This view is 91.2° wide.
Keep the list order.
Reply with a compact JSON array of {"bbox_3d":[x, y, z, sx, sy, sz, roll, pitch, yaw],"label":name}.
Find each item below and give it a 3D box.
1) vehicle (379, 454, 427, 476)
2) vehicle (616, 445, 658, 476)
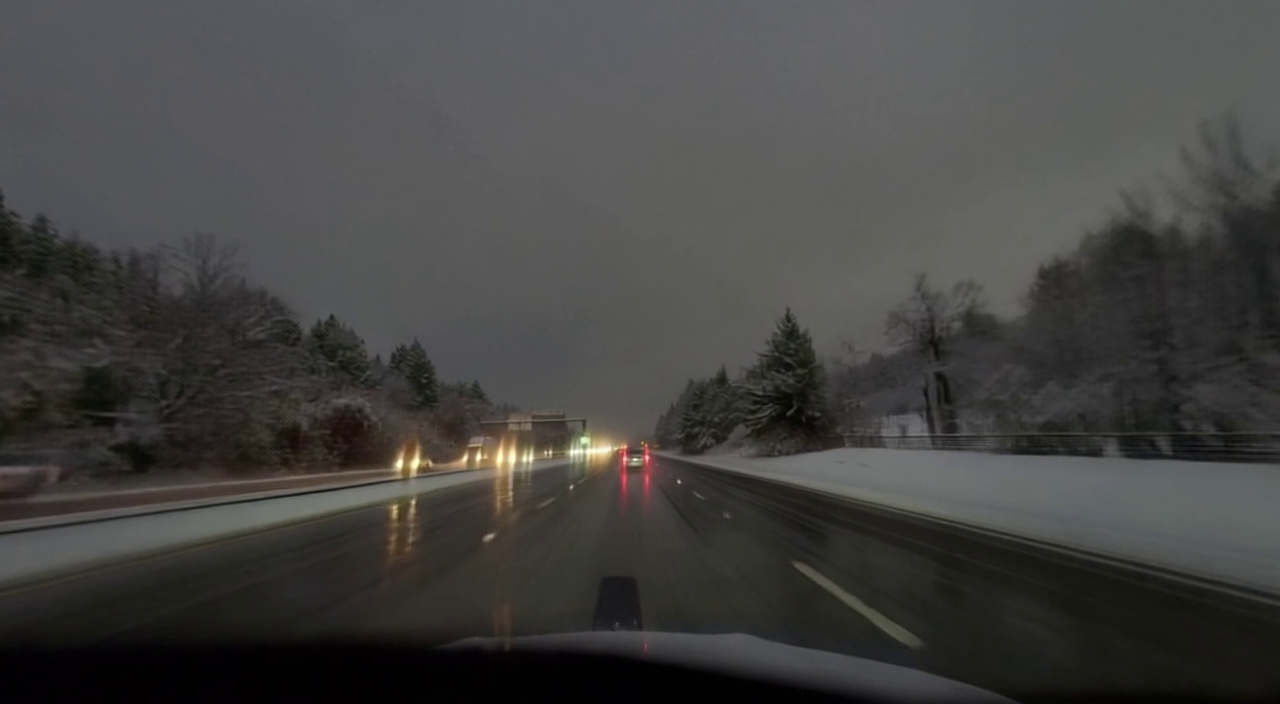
[{"bbox_3d":[-17.014,8.109,45.146,1.800,1.480,4.096,0,-9,0],"label":"vehicle"},{"bbox_3d":[-0.173,5.778,33.558,2.095,1.537,4.017,0,-9,-1],"label":"vehicle"}]
